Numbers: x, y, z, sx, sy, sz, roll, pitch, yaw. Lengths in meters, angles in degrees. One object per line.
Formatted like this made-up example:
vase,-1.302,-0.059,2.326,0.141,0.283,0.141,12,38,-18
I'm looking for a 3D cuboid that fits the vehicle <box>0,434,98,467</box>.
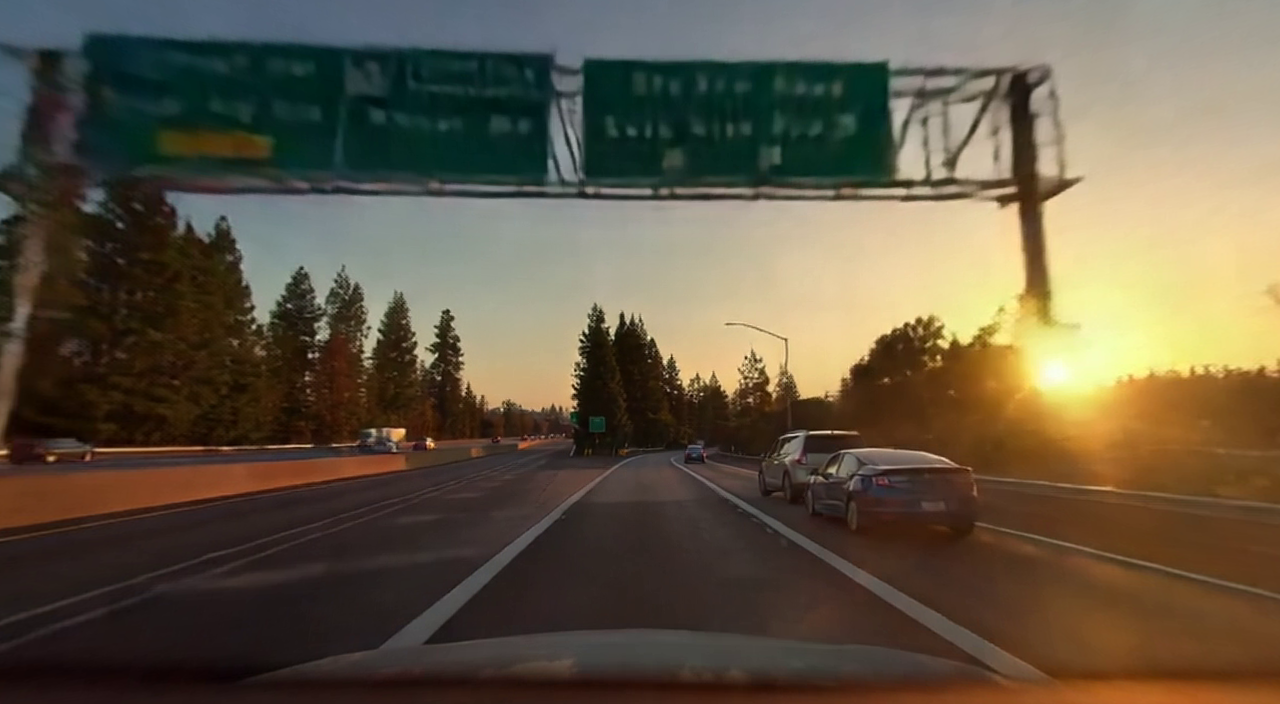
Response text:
vehicle,-35.439,5.837,37.467,2.168,1.824,4.932,0,-8,-3
